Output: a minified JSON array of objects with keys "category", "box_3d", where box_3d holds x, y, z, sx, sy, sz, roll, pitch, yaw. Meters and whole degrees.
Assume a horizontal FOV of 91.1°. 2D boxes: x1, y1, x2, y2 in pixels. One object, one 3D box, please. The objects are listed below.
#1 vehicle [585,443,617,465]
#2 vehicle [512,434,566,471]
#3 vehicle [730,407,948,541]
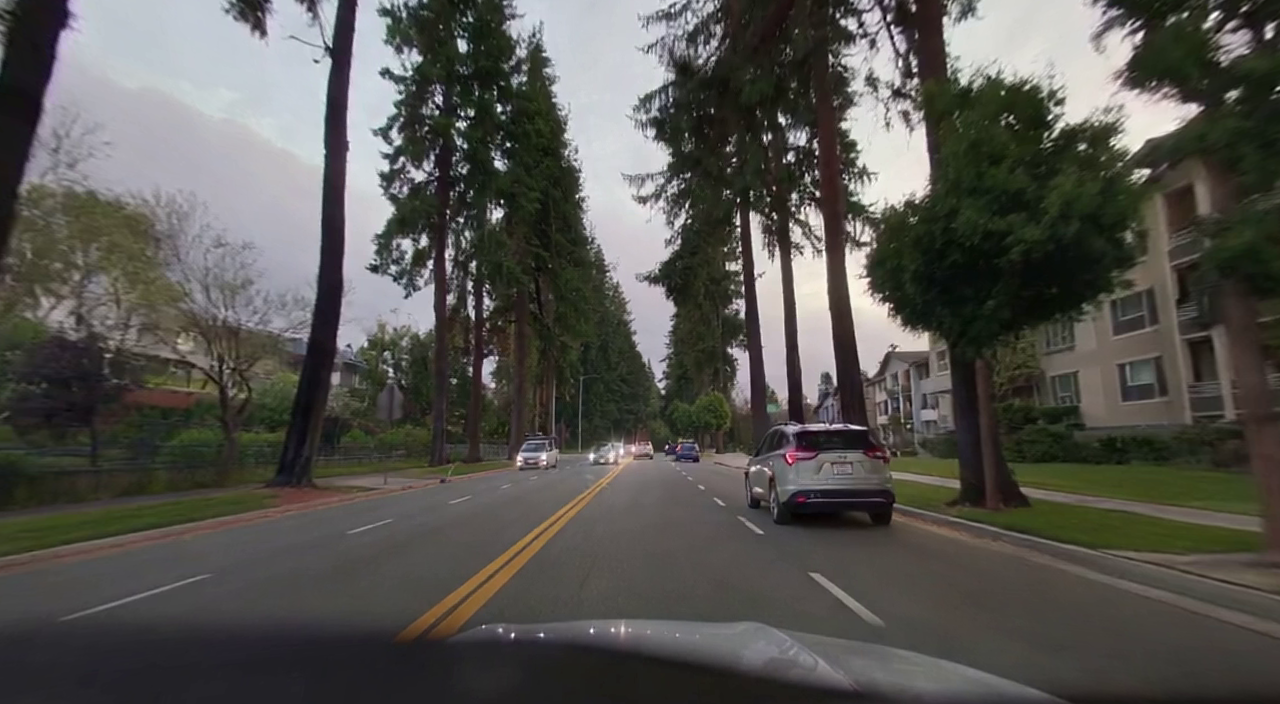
[{"category":"vehicle","box_3d":[-2.633,6.993,43.236,1.941,1.409,3.975,0,-8,0]},{"category":"vehicle","box_3d":[-5.929,5.962,37.455,2.200,2.041,5.550,0,-8,1]},{"category":"vehicle","box_3d":[3.200,2.115,11.529,2.219,1.881,5.104,0,-8,-1]}]
